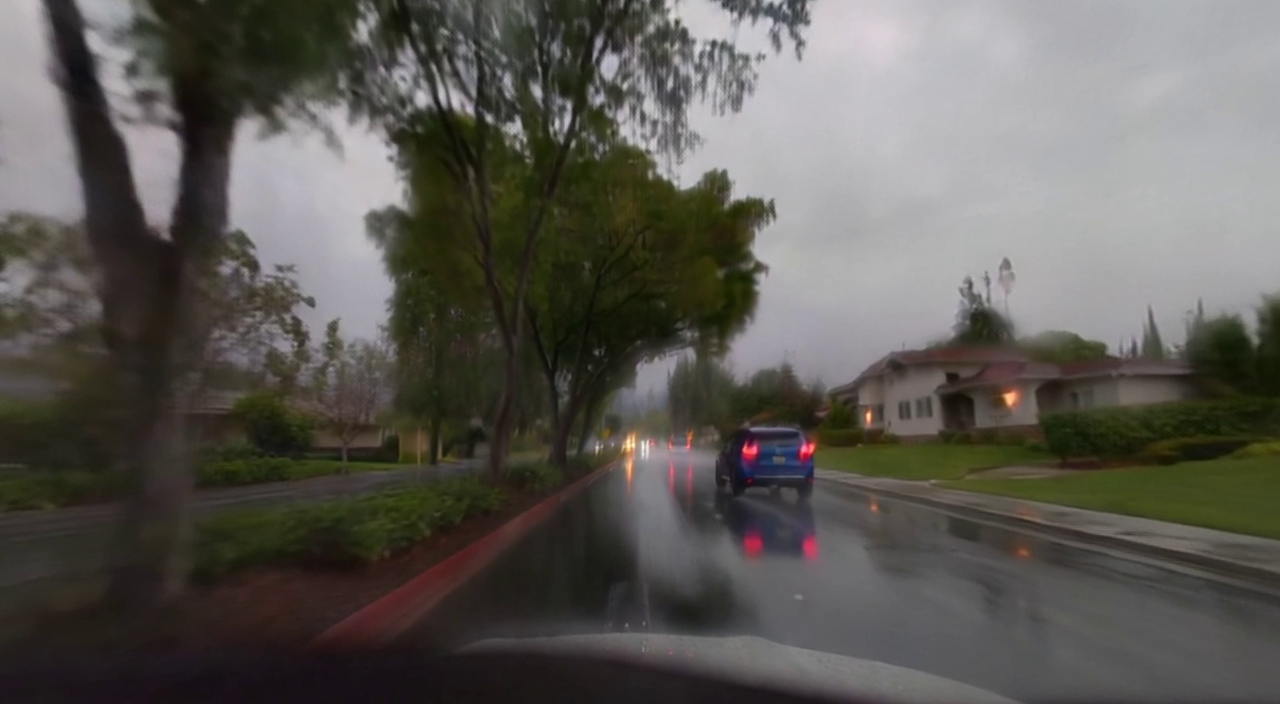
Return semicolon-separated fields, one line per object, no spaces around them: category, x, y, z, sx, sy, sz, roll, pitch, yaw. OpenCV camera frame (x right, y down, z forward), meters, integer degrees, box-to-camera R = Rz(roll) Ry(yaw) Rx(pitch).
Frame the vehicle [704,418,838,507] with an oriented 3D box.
vehicle;2.871;2.562;15.056;2.180;1.773;4.639;0;-8;0
